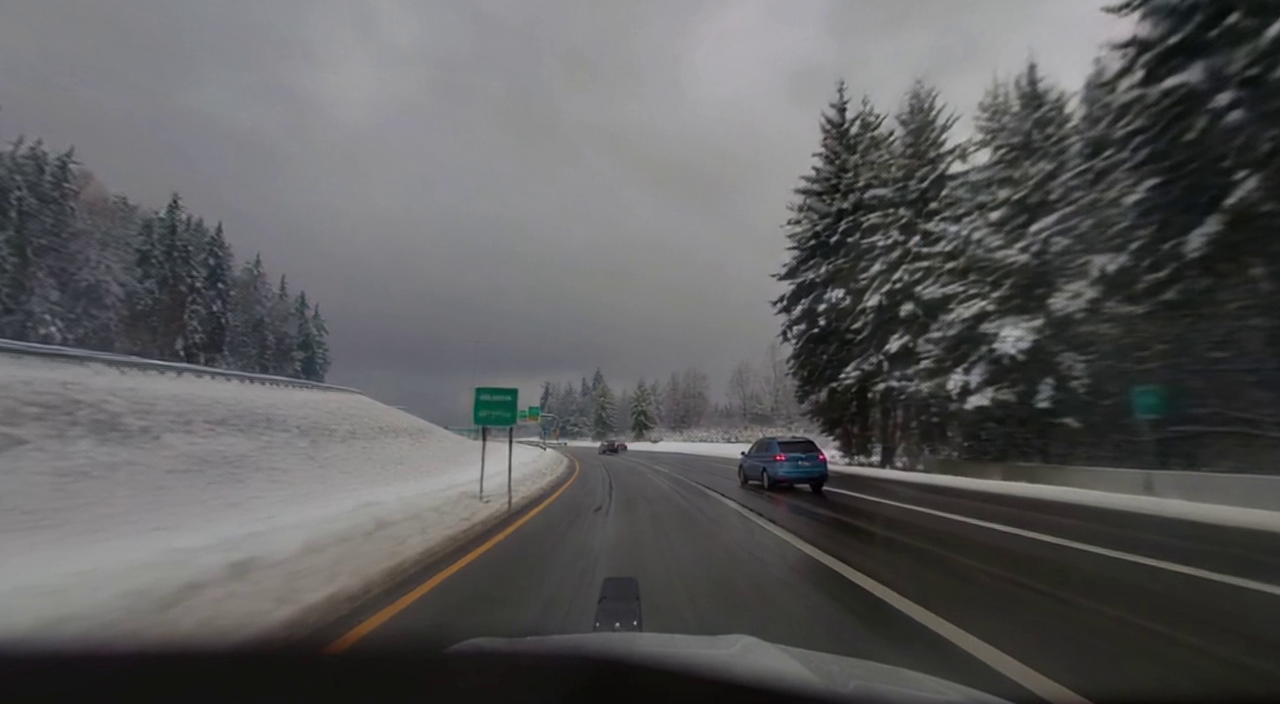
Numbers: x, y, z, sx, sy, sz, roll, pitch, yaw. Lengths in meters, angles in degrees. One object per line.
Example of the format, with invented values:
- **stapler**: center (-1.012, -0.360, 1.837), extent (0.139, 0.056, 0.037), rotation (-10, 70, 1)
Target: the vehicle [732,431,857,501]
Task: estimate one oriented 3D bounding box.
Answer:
- **vehicle**: center (3.775, 2.872, 16.127), extent (1.952, 1.536, 4.036), rotation (0, -9, -3)
